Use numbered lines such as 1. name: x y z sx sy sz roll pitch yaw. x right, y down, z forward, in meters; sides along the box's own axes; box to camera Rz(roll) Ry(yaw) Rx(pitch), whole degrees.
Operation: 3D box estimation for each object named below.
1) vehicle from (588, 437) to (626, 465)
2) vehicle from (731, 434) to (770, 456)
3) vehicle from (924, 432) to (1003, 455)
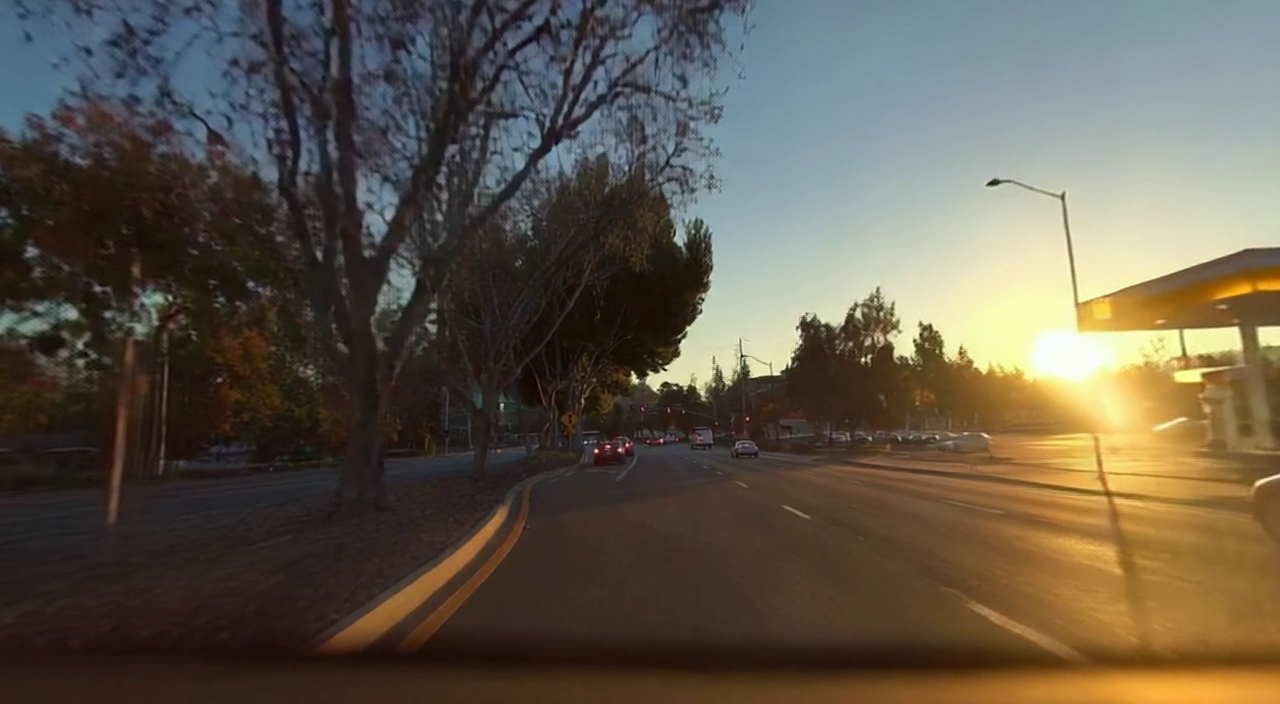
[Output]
1. vehicle: -1.823 5.626 35.950 2.032 1.461 4.173 0 -9 -1
2. vehicle: 8.636 7.324 49.637 1.991 1.695 4.357 1 -9 -4
3. vehicle: 22.146 6.294 43.374 1.784 1.472 4.532 4 -10 -26
